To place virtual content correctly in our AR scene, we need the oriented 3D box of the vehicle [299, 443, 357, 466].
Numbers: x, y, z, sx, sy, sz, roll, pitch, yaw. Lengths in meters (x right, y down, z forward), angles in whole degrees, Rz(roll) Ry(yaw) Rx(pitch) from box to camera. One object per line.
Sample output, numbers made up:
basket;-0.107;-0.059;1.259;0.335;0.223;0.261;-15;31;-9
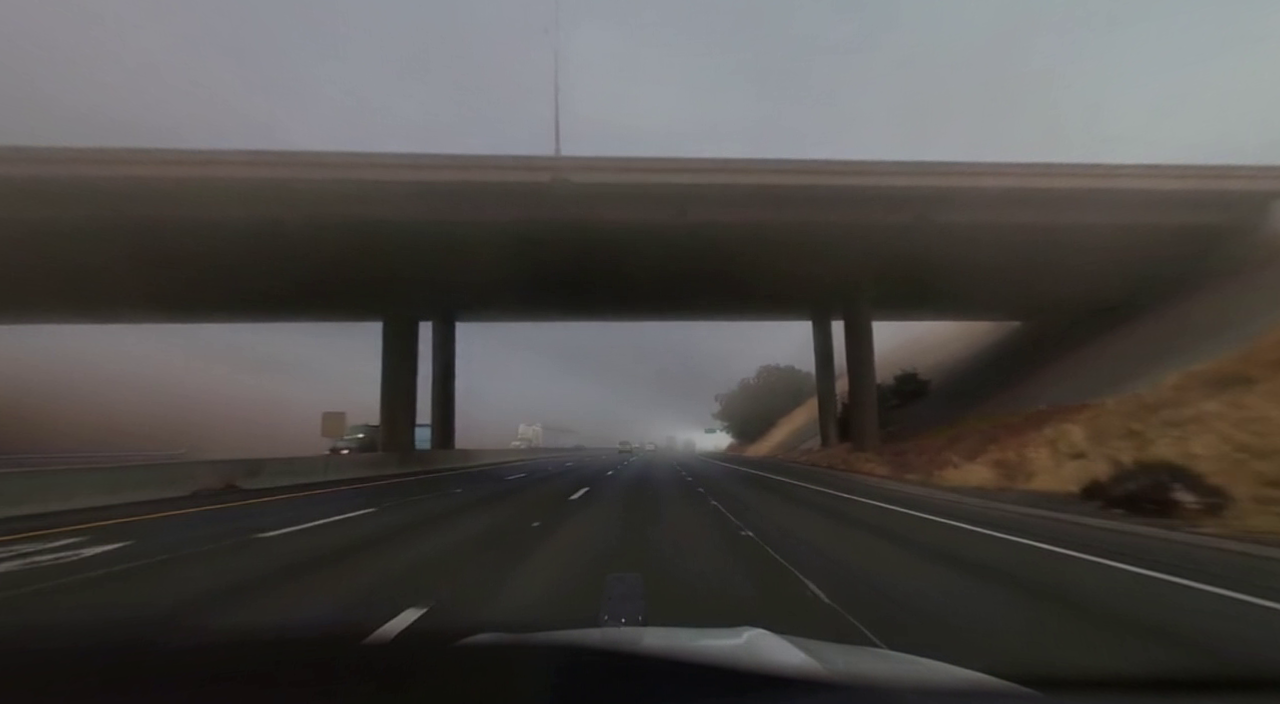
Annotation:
vehicle;-23.482;7.715;47.708;1.958;1.613;4.502;0;-9;2
